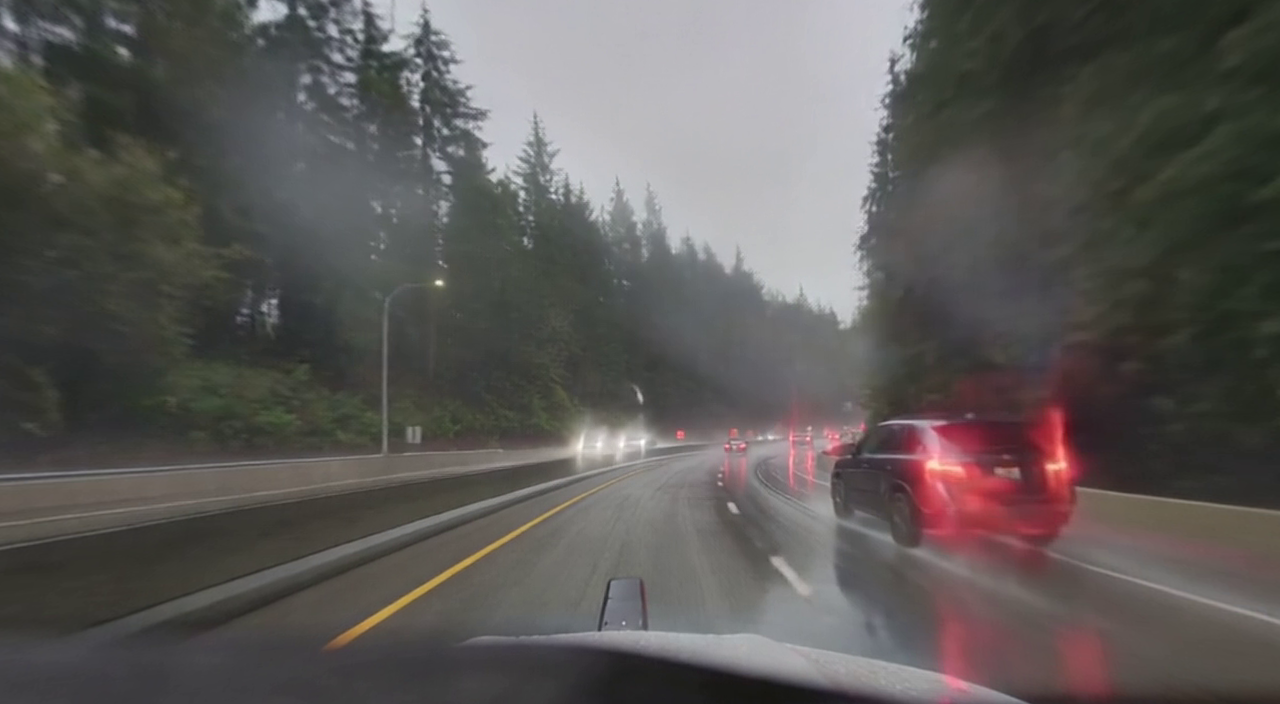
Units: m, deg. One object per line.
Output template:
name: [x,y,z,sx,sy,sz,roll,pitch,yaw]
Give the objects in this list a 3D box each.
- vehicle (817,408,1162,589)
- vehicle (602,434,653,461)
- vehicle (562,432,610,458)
vehicle: [3.955,1.719,8.289,2.112,1.708,4.380,0,-8,2]
vehicle: [-0.722,6.196,41.075,2.295,1.648,4.689,-2,-9,12]
vehicle: [-3.793,6.663,45.229,2.142,1.731,4.681,-2,-9,13]
